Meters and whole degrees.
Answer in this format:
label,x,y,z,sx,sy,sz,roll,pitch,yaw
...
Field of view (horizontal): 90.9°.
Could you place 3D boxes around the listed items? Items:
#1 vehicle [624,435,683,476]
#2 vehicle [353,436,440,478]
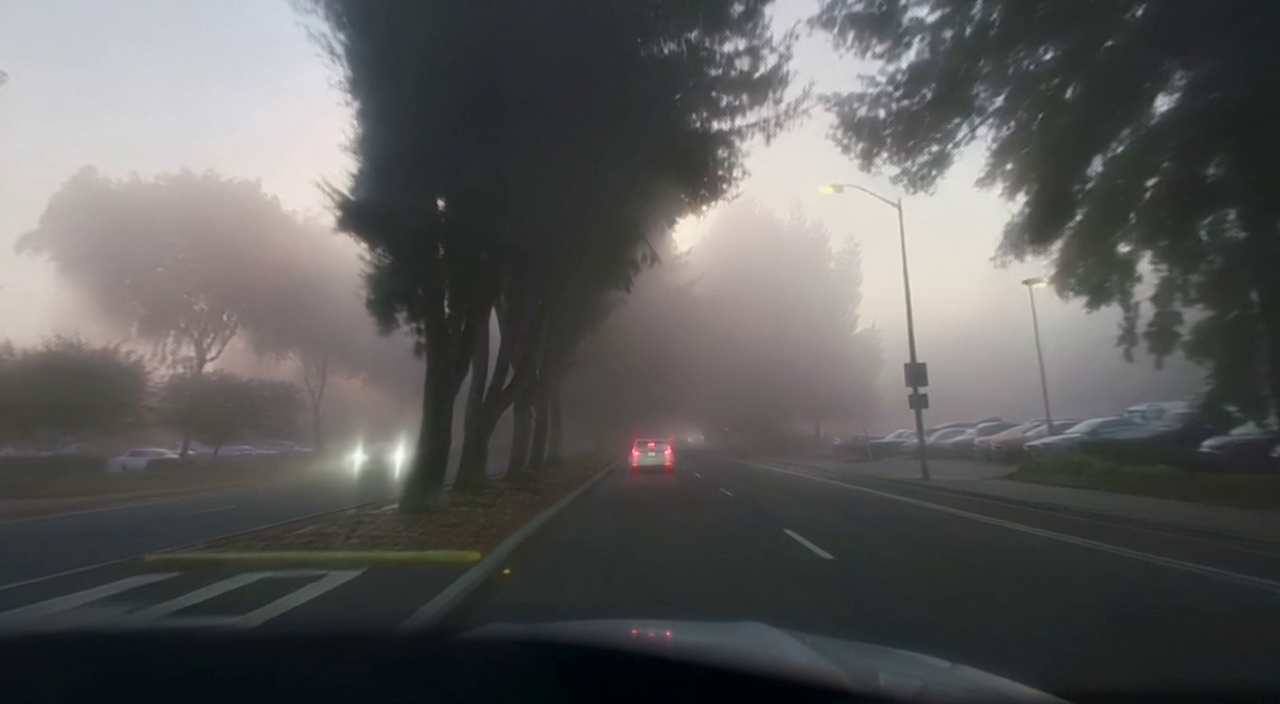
label,x,y,z,sx,sy,sz,roll,pitch,yaw
vehicle,0.444,3.942,24.237,2.093,1.442,3.977,0,-8,-1
vehicle,-11.921,5.152,31.295,2.259,1.867,4.875,0,-8,1
